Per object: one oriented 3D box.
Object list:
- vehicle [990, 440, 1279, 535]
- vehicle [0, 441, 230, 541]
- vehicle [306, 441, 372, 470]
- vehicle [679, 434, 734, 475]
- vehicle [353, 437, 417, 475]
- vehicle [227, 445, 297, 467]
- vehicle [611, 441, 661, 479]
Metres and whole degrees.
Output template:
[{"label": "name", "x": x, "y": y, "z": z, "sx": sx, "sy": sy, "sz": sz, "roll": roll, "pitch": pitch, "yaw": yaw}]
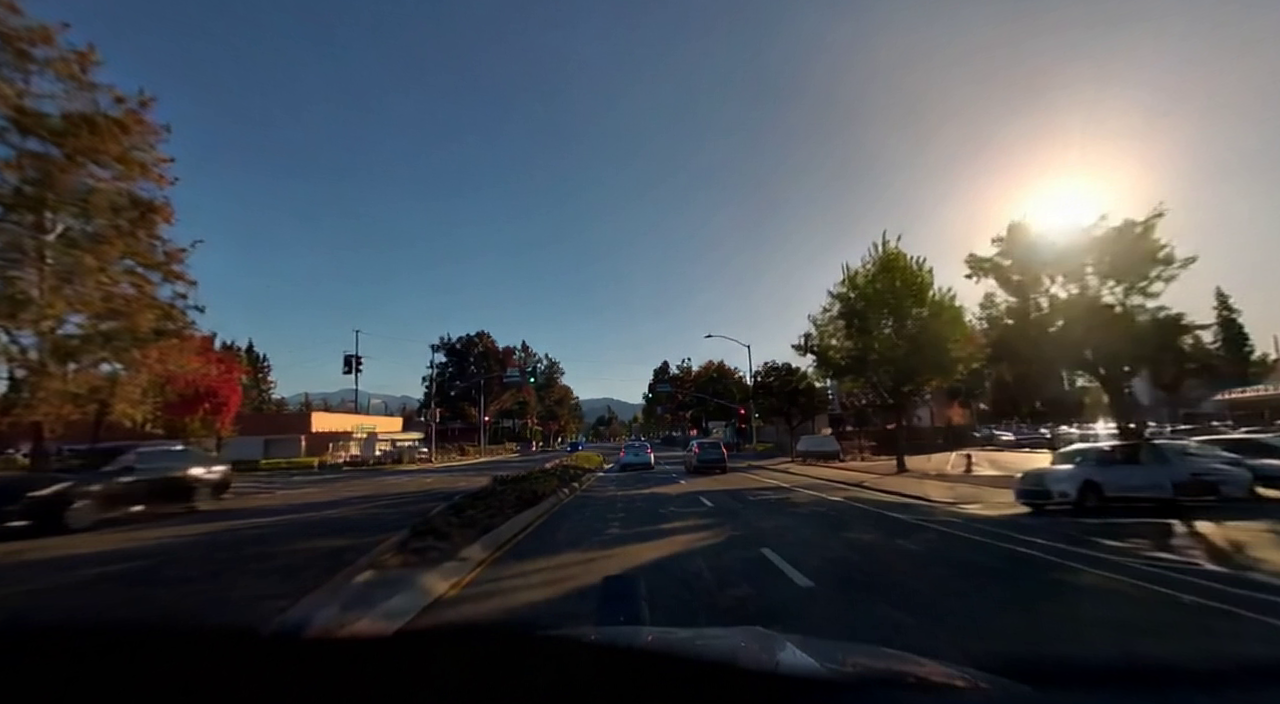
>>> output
[{"label": "vehicle", "x": 9.193, "y": 2.331, "z": 11.252, "sx": 4.662, "sy": 1.495, "sz": 1.998, "roll": -1, "pitch": -8, "yaw": 4}, {"label": "vehicle", "x": -9.976, "y": 2.351, "z": 11.456, "sx": 2.033, "sy": 1.439, "sz": 4.567, "roll": 0, "pitch": -8, "yaw": 0}, {"label": "vehicle", "x": -19.653, "y": 6.690, "z": 41.151, "sx": 4.949, "sy": 1.780, "sz": 2.079, "roll": -8, "pitch": -11, "yaw": 42}, {"label": "vehicle", "x": 3.034, "y": 4.810, "z": 29.779, "sx": 2.046, "sy": 1.768, "sz": 4.370, "roll": 0, "pitch": -8, "yaw": -1}, {"label": "vehicle", "x": -13.419, "y": 5.399, "z": 33.036, "sx": 2.000, "sy": 1.798, "sz": 5.055, "roll": 6, "pitch": -10, "yaw": -33}, {"label": "vehicle", "x": -28.479, "y": 7.826, "z": 47.617, "sx": 4.328, "sy": 1.611, "sz": 1.922, "roll": -2, "pitch": -9, "yaw": 13}, {"label": "vehicle", "x": -0.160, "y": 4.440, "z": 26.240, "sx": 1.917, "sy": 1.418, "sz": 3.987, "roll": 0, "pitch": -8, "yaw": 0}]
